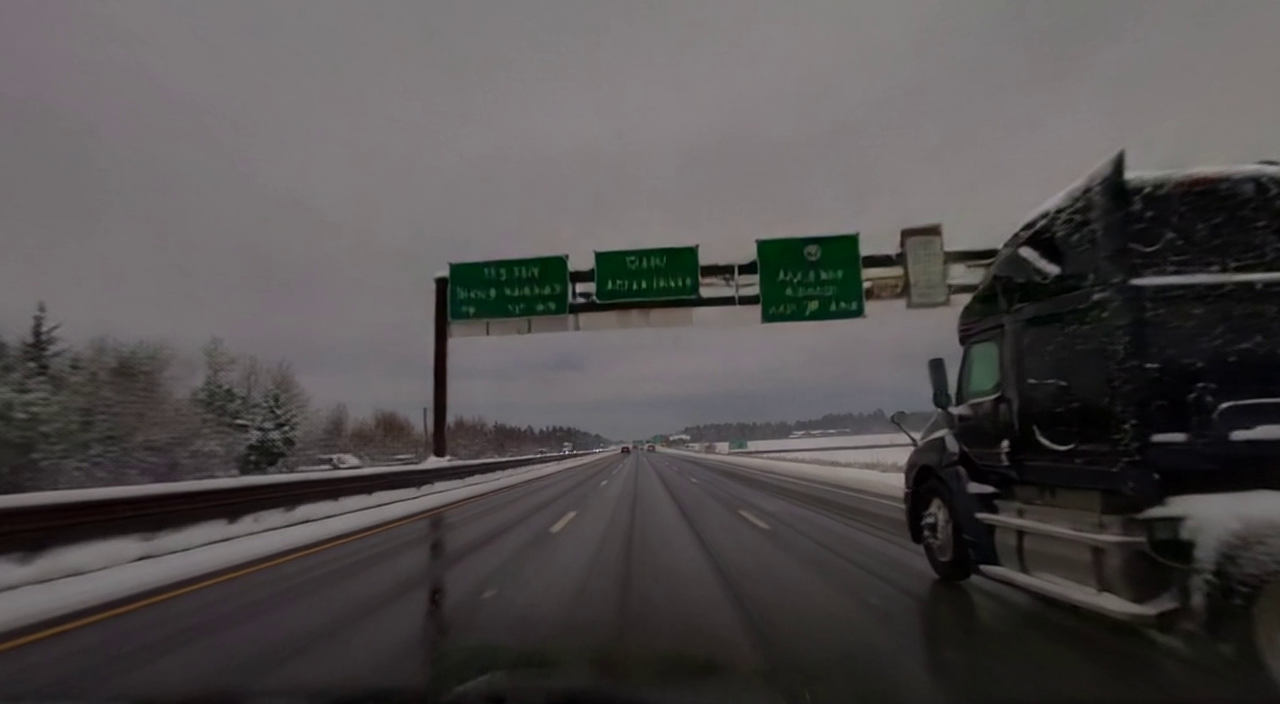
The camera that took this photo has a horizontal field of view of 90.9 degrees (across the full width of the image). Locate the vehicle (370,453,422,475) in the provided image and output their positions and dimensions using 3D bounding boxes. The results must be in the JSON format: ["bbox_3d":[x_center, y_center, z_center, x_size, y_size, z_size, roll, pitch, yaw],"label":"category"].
[{"bbox_3d":[-18.066,8.298,46.847,1.945,1.482,4.735,0,-9,0],"label":"vehicle"}]

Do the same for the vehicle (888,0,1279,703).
[{"bbox_3d":[4.022,-0.053,3.147,3.051,3.968,5.943,0,-9,0],"label":"vehicle"}]

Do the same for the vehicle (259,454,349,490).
[{"bbox_3d":[-14.867,5.298,28.158,1.810,1.454,4.056,0,-9,0],"label":"vehicle"}]
